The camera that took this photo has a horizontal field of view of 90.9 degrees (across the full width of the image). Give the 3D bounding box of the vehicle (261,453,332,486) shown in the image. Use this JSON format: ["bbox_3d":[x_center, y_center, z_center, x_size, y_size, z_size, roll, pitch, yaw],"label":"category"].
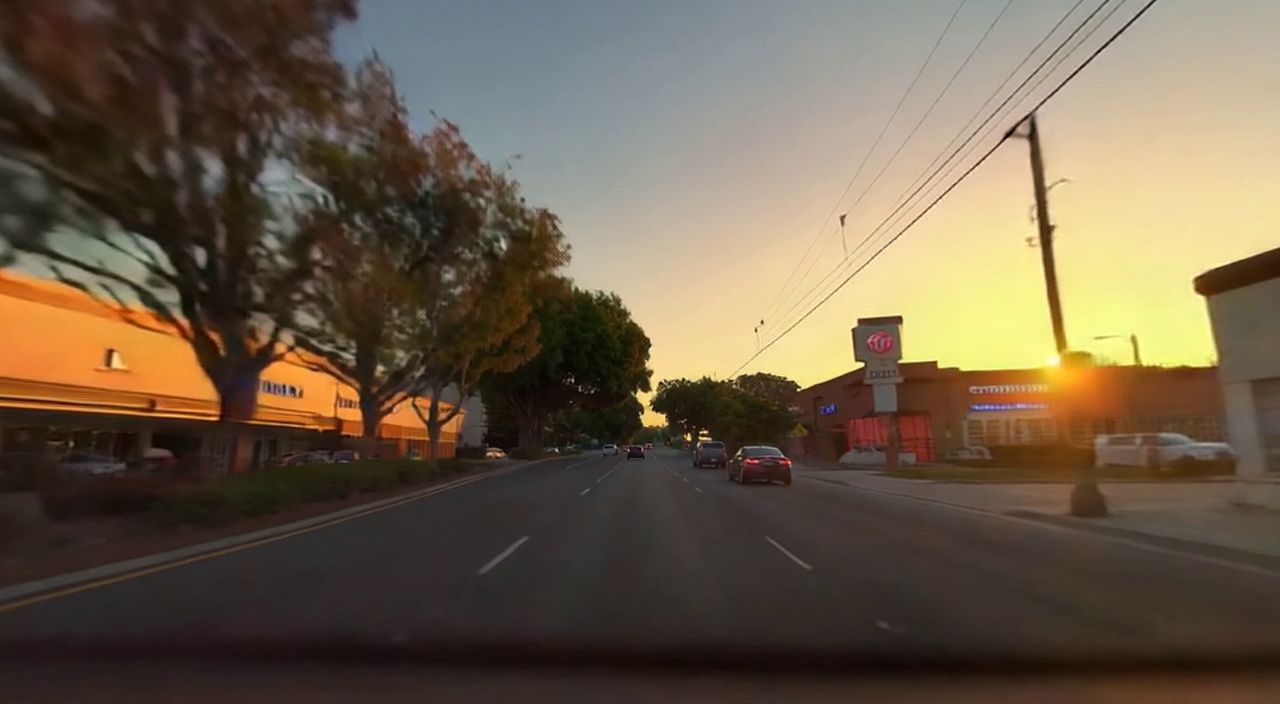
[{"bbox_3d":[-22.369,7.607,41.304,2.058,1.837,4.990,-3,-8,-2],"label":"vehicle"}]

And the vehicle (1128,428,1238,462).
[{"bbox_3d":[32.175,5.494,37.437,4.463,1.856,2.209,-1,-8,-1],"label":"vehicle"}]

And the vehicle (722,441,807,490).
[{"bbox_3d":[4.085,3.798,21.456,1.916,1.459,4.335,0,-9,-2],"label":"vehicle"}]

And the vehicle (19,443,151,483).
[{"bbox_3d":[-31.328,6.245,35.949,2.217,1.969,5.932,-1,-8,-1],"label":"vehicle"}]

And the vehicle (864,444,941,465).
[{"bbox_3d":[18.458,7.210,44.446,4.502,1.459,2.082,0,-9,-2],"label":"vehicle"}]

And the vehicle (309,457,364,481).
[{"bbox_3d":[-22.688,8.731,47.371,1.833,1.534,4.821,-1,-8,-1],"label":"vehicle"}]

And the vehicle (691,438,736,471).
[{"bbox_3d":[4.537,6.367,39.451,2.140,1.921,4.431,0,-9,-2],"label":"vehicle"}]
